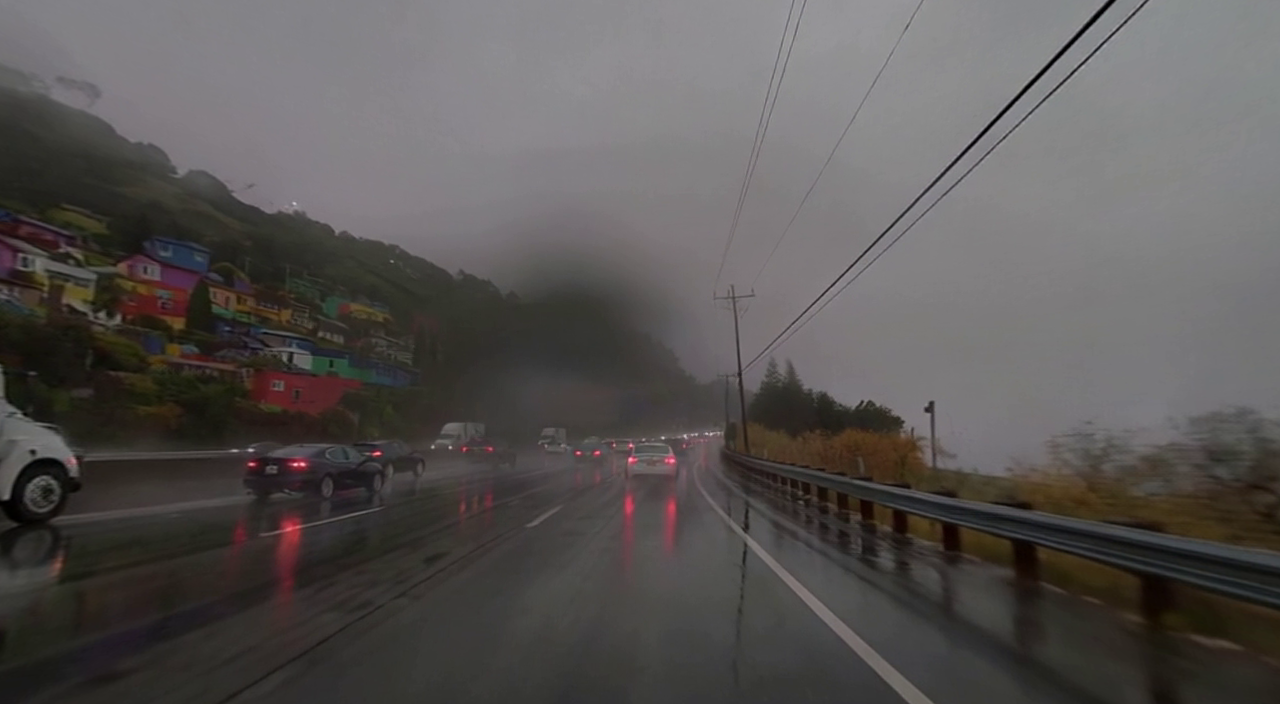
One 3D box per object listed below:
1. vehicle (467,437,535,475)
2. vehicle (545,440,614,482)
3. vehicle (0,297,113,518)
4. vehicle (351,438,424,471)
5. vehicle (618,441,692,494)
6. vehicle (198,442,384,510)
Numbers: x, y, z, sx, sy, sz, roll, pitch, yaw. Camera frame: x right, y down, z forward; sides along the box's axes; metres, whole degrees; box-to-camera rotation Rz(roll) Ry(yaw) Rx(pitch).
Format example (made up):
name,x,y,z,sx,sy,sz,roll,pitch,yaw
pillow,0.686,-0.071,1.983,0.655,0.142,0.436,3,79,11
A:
name,x,y,z,sx,sy,sz,roll,pitch,yaw
vehicle,-7.160,5.388,32.988,2.080,1.833,4.461,-1,-8,6
vehicle,-2.465,4.597,26.982,2.121,1.639,4.383,-1,-8,5
vehicle,-13.609,0.531,8.235,3.161,4.024,11.136,-1,-8,4
vehicle,-14.668,5.999,36.979,2.020,1.790,4.563,-1,-8,5
vehicle,0.552,3.570,19.904,2.109,1.495,3.935,-1,-8,4
vehicle,-8.663,3.072,16.237,1.959,1.469,4.450,-1,-8,5
